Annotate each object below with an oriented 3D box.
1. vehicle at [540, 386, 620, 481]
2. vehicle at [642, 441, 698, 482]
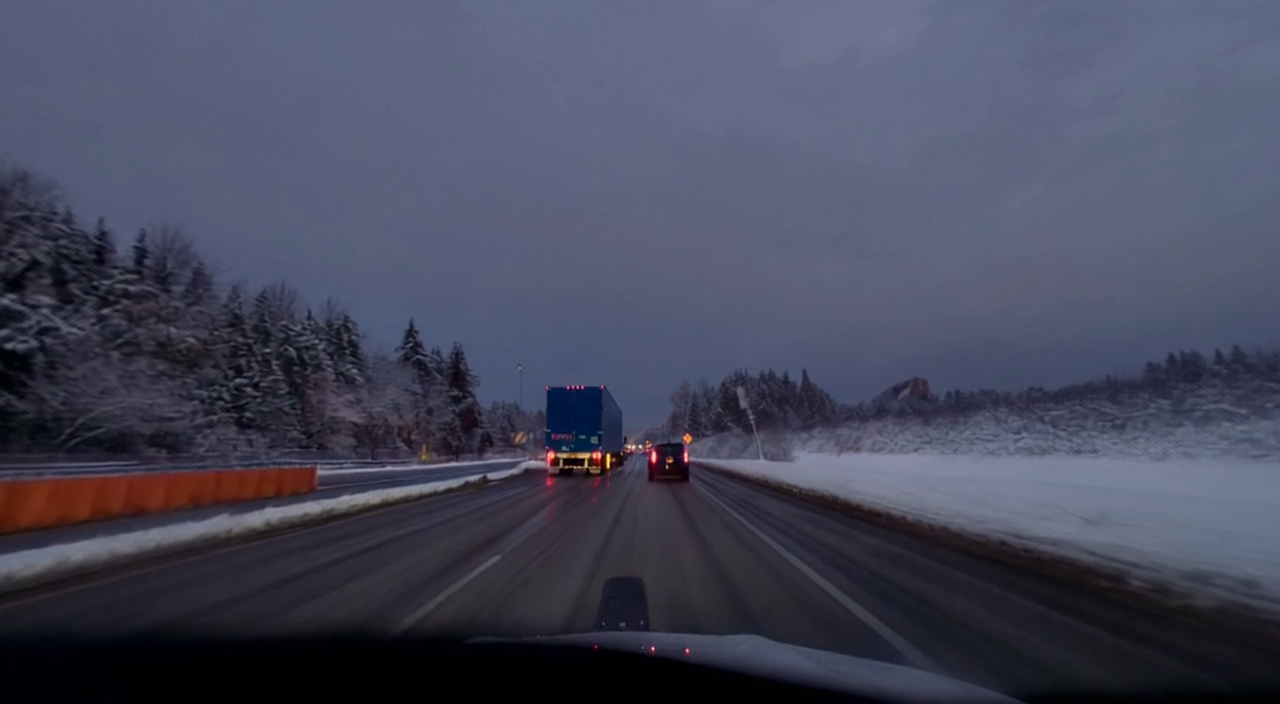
[{"bbox_3d":[-2.835,4.697,35.307,2.906,4.115,15.715,0,-9,0],"label":"vehicle"},{"bbox_3d":[1.257,4.844,28.279,2.304,1.675,4.462,0,-9,0],"label":"vehicle"}]
